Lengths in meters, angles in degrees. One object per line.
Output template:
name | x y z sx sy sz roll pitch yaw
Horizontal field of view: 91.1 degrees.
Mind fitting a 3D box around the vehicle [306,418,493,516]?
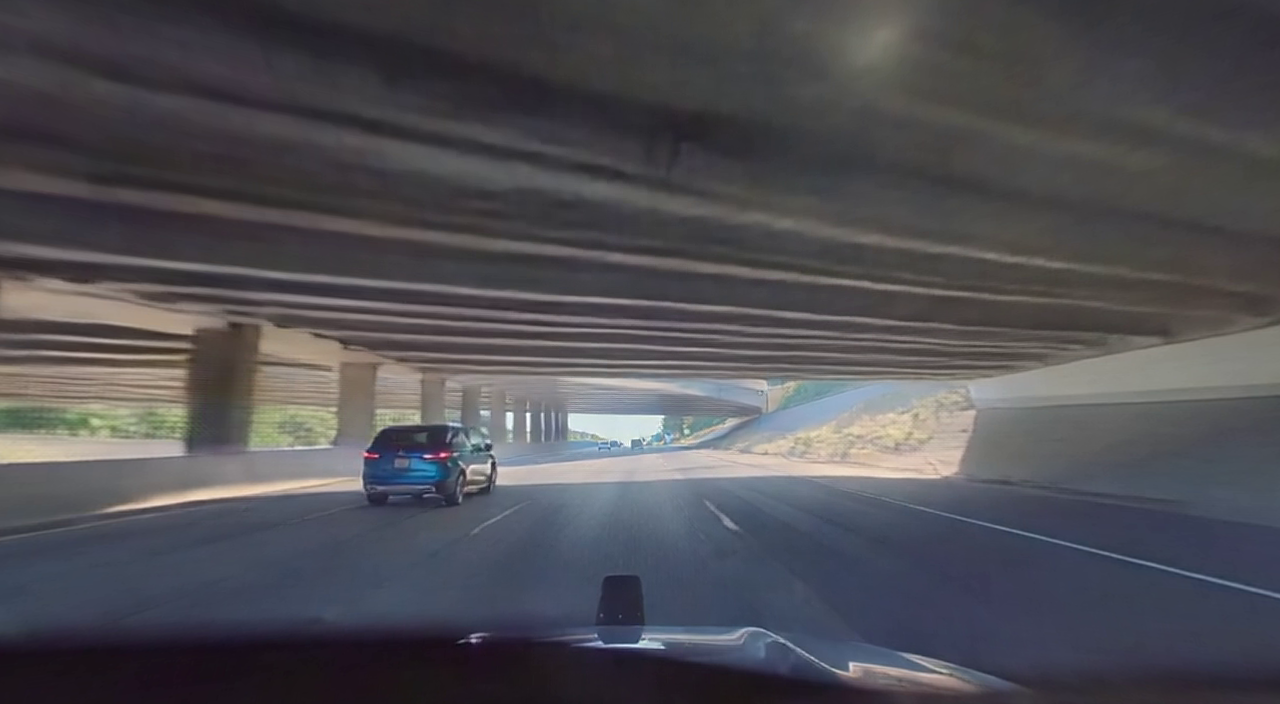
vehicle | -4.672 2.292 13.063 2.125 1.662 4.336 0 -8 0
